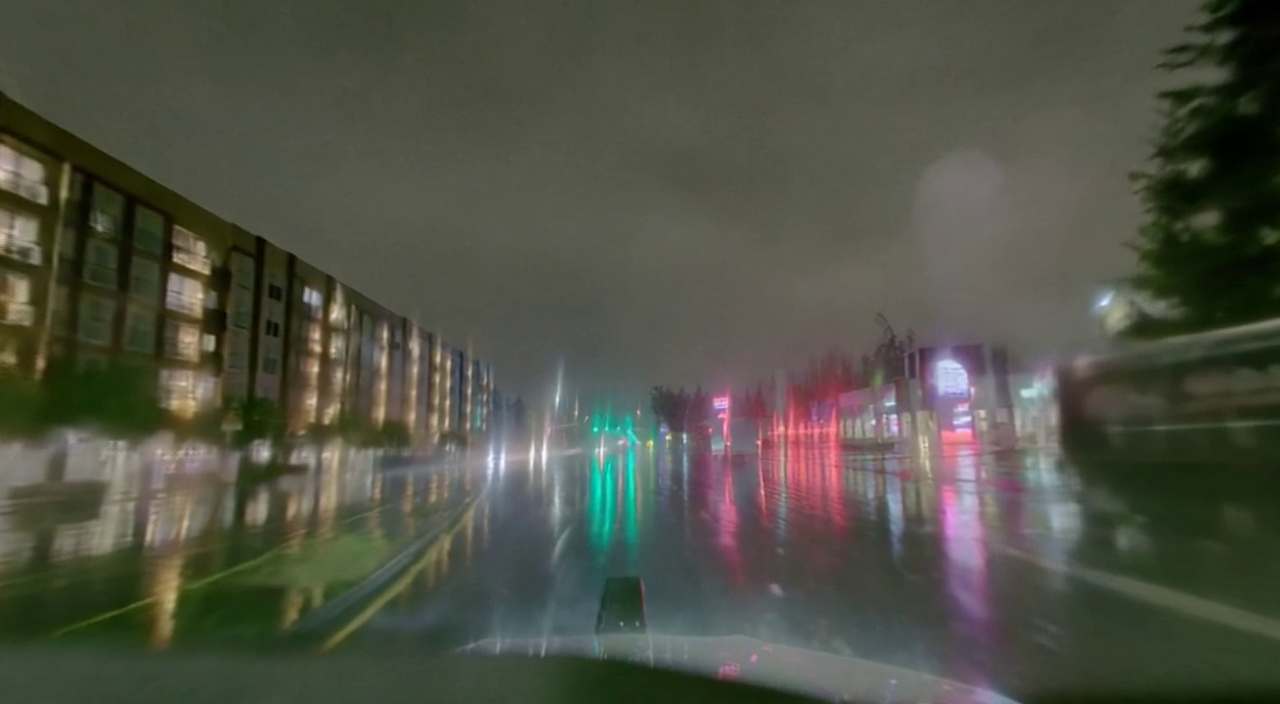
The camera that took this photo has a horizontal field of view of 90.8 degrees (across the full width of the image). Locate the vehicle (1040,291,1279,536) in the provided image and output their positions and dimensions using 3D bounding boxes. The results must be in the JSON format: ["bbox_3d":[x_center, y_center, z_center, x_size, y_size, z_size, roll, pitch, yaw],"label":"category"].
[{"bbox_3d":[9.873,0.984,9.550,2.917,3.205,6.985,0,-8,-1],"label":"vehicle"}]

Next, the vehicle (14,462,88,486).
[{"bbox_3d":[-39.899,8.229,42.883,1.594,1.406,3.445,-1,-8,2],"label":"vehicle"}]
